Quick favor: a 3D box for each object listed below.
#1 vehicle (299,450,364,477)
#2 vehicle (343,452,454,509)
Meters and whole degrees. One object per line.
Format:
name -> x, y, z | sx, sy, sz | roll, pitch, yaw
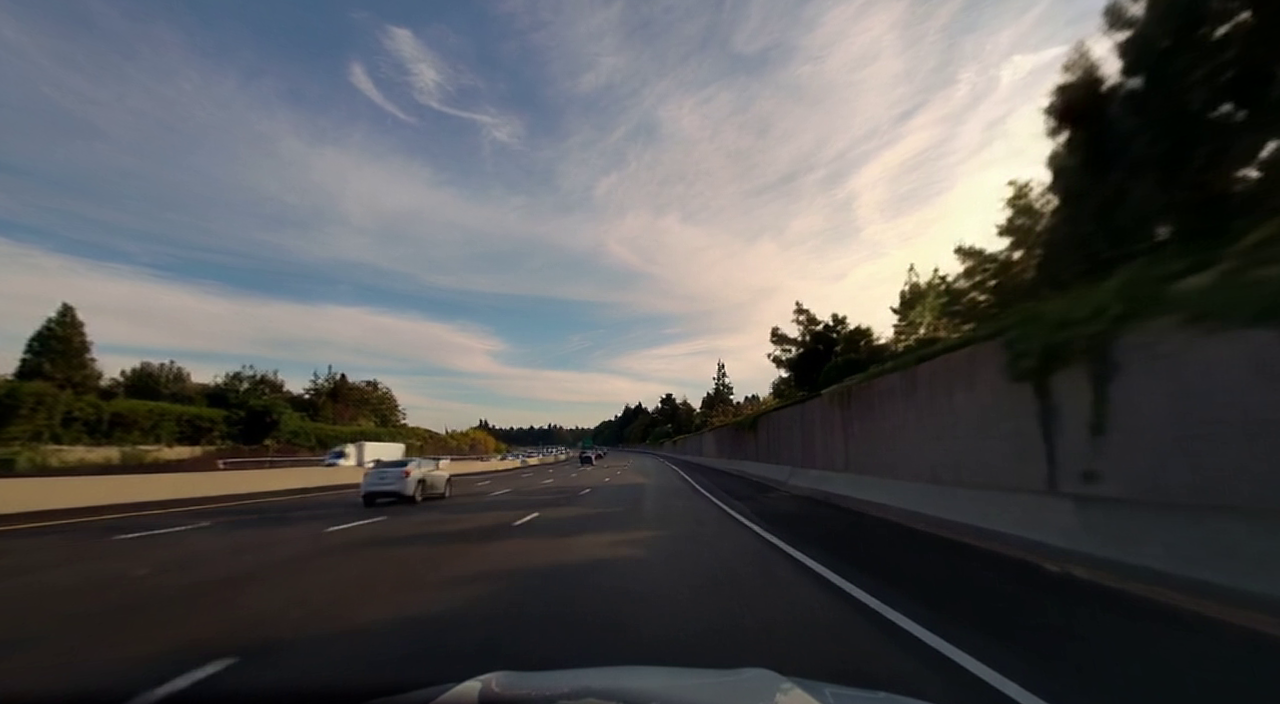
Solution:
vehicle -> -21.844, 7.899, 44.830 | 2.228, 1.766, 4.662 | 0, -9, -1
vehicle -> -7.024, 3.735, 18.754 | 1.742, 1.494, 3.795 | 0, -9, 0
